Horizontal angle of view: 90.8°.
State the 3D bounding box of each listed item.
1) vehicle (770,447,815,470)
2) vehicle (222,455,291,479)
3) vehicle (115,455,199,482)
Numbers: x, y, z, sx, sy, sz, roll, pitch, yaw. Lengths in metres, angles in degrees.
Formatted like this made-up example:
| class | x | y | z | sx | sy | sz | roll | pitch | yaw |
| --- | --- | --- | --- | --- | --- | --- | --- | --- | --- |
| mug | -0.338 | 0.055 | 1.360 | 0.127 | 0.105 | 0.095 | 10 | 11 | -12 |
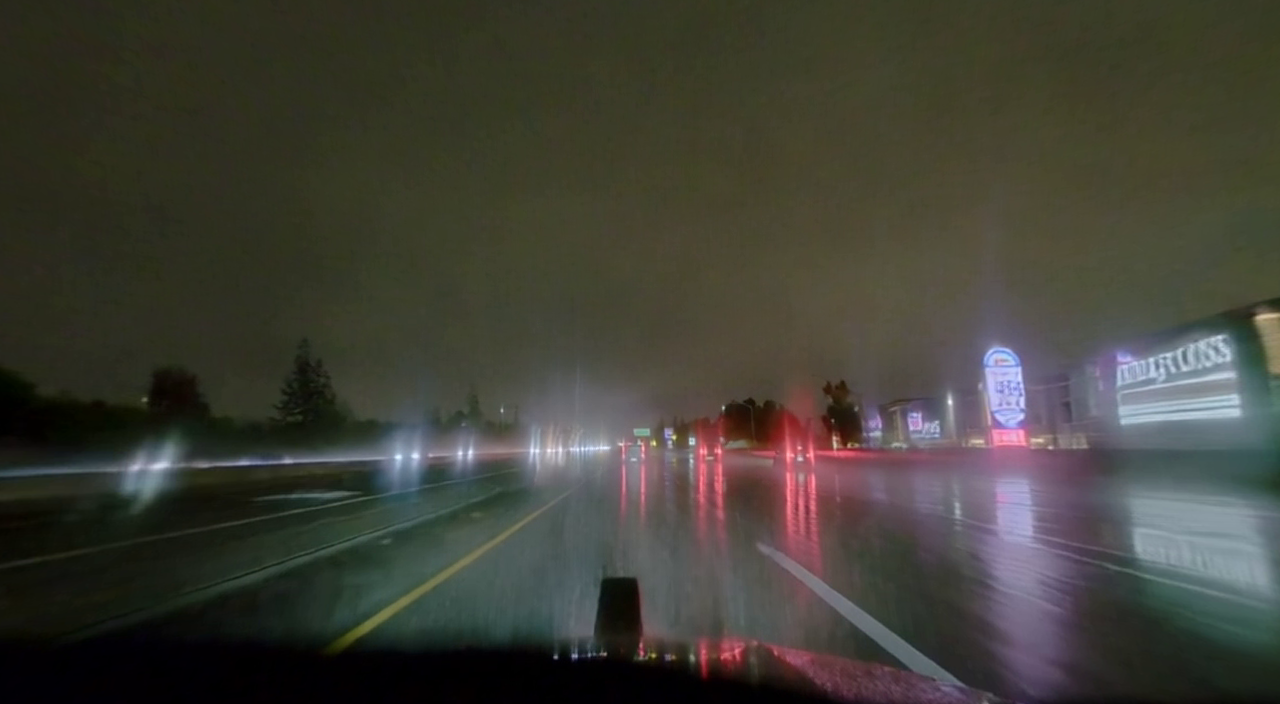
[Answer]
| class | x | y | z | sx | sy | sz | roll | pitch | yaw |
| --- | --- | --- | --- | --- | --- | --- | --- | --- | --- |
| vehicle | 10.436 | 7.286 | 43.532 | 1.953 | 1.473 | 4.512 | 0 | -9 | -1 |
| vehicle | -26.736 | 7.983 | 44.237 | 2.108 | 1.518 | 4.388 | 0 | -9 | 0 |
| vehicle | -31.086 | 7.488 | 40.856 | 1.897 | 1.630 | 4.428 | 0 | -9 | 0 |
